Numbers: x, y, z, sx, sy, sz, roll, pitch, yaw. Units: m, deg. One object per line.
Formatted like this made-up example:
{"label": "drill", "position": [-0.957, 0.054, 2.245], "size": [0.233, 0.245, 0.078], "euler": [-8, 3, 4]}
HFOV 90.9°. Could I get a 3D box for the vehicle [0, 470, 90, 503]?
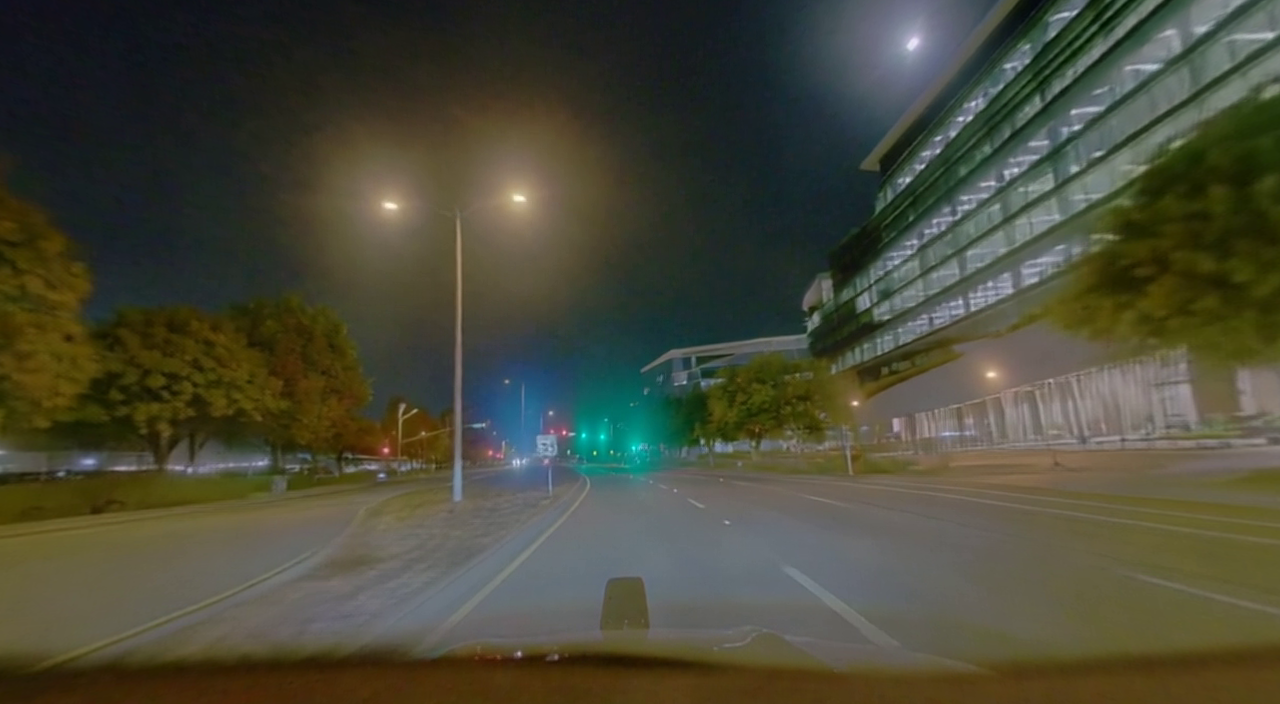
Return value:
{"label": "vehicle", "position": [-35.361, 7.894, 36.957], "size": [4.371, 1.550, 1.793], "euler": [-2, -6, -7]}
